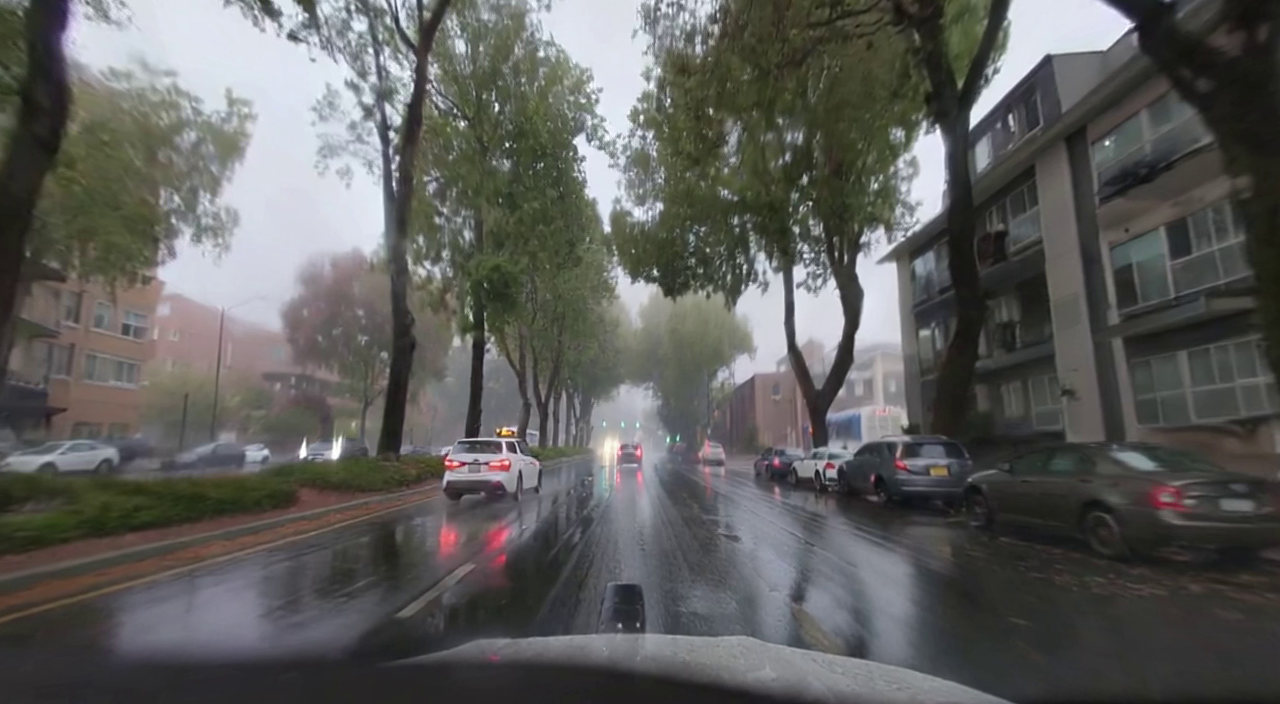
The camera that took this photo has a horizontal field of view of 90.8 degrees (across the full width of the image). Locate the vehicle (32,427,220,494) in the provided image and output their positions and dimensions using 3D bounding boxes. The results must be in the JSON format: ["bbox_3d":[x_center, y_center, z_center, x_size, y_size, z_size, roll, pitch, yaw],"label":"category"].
[{"bbox_3d":[-15.149,3.211,19.033,1.928,1.744,4.405,0,-8,-1],"label":"vehicle"}]

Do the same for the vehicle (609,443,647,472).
[{"bbox_3d":[-0.645,5.822,35.190,1.999,1.520,3.896,0,-8,0],"label":"vehicle"}]

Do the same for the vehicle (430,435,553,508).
[{"bbox_3d":[-3.459,2.869,15.660,1.934,1.522,4.287,0,-8,1],"label":"vehicle"}]

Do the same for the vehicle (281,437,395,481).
[{"bbox_3d":[-11.706,4.167,24.960,1.972,1.533,5.024,0,-8,0],"label":"vehicle"}]

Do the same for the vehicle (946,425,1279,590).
[{"bbox_3d":[6.519,1.924,8.810,2.101,1.655,4.592,0,-8,-1],"label":"vehicle"}]

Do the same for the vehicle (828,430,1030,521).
[{"bbox_3d":[6.505,2.826,15.133,2.375,1.786,5.078,0,-8,-1],"label":"vehicle"}]
